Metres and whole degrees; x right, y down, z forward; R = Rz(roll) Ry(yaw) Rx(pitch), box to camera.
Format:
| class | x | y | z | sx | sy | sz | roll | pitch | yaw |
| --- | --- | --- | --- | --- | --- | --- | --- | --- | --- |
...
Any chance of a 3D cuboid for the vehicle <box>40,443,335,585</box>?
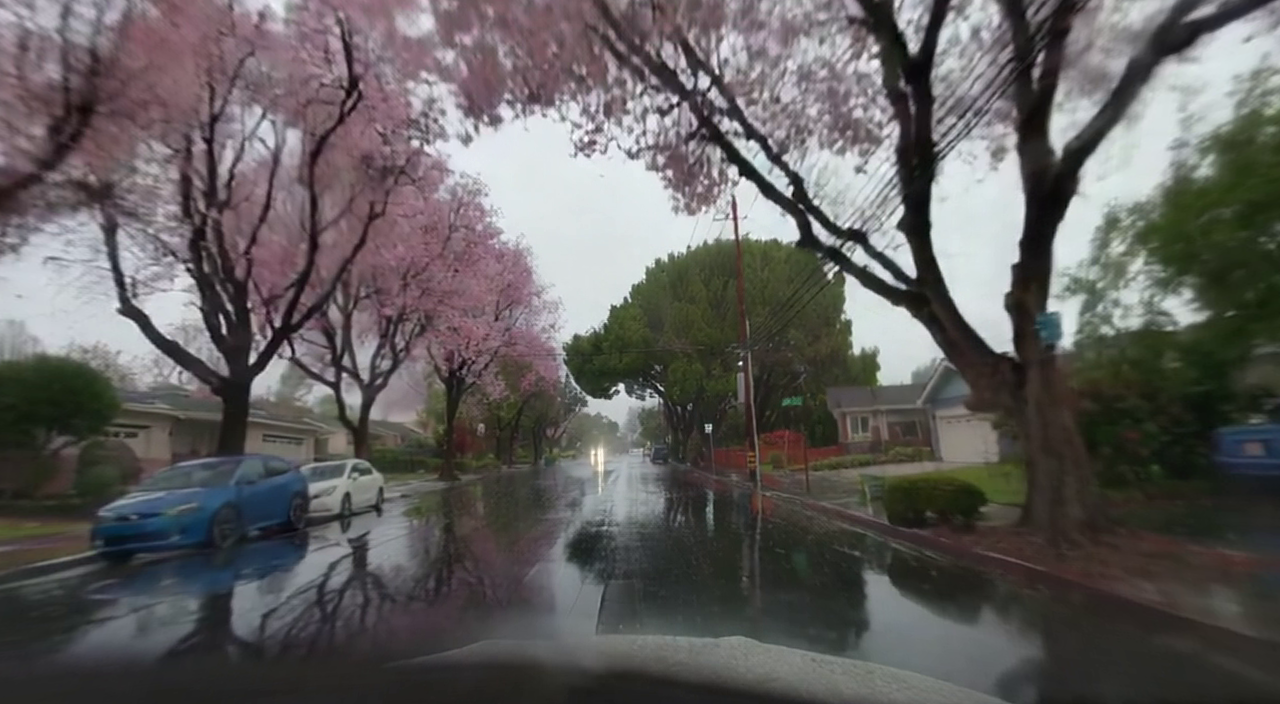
| class | x | y | z | sx | sy | sz | roll | pitch | yaw |
| --- | --- | --- | --- | --- | --- | --- | --- | --- | --- |
| vehicle | -6.402 | 2.230 | 9.682 | 1.874 | 1.497 | 4.233 | -2 | -7 | -8 |
